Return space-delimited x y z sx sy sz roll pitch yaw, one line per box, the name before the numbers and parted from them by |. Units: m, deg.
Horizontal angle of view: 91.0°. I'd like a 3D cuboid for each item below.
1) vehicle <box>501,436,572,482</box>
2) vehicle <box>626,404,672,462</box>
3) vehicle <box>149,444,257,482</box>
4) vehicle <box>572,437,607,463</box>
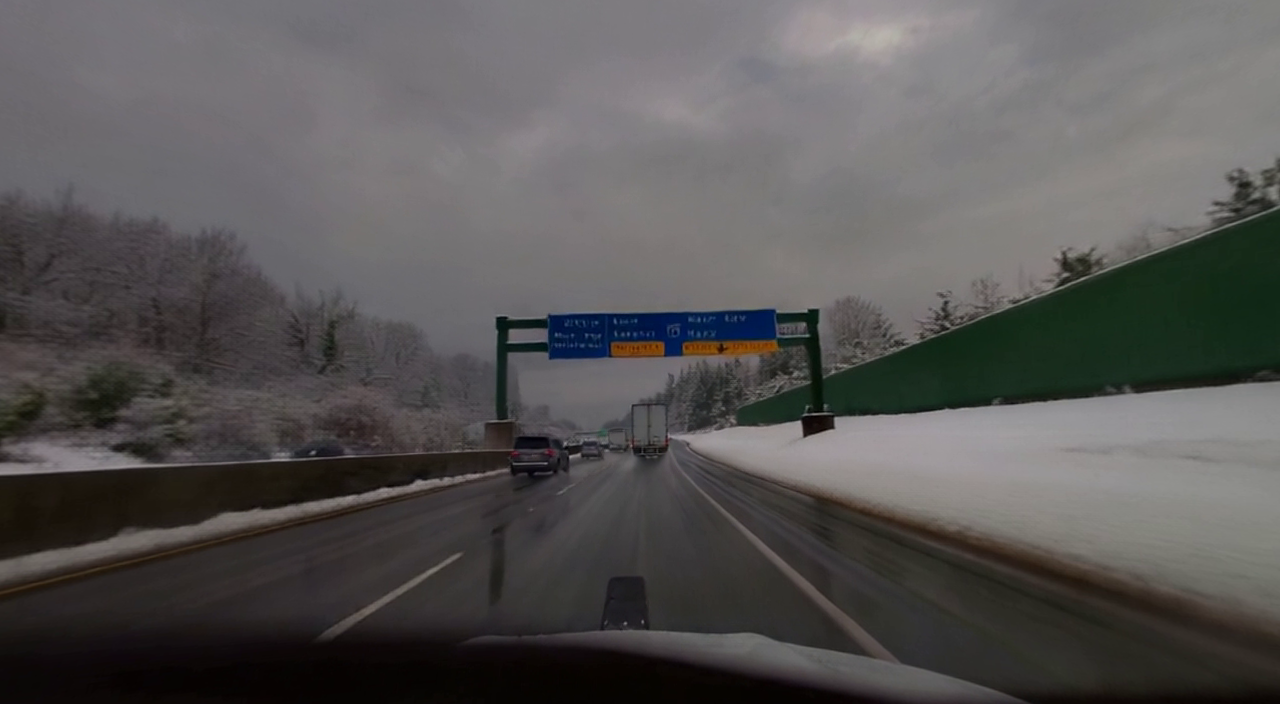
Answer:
vehicle | -3.751 3.936 23.461 1.927 1.556 3.921 0 -8 1
vehicle | 0.672 5.884 45.332 2.933 3.701 10.425 0 -8 1
vehicle | -22.557 5.710 32.776 2.196 1.757 4.961 0 -8 -2
vehicle | -3.286 6.497 41.889 1.962 1.575 4.158 0 -8 0
